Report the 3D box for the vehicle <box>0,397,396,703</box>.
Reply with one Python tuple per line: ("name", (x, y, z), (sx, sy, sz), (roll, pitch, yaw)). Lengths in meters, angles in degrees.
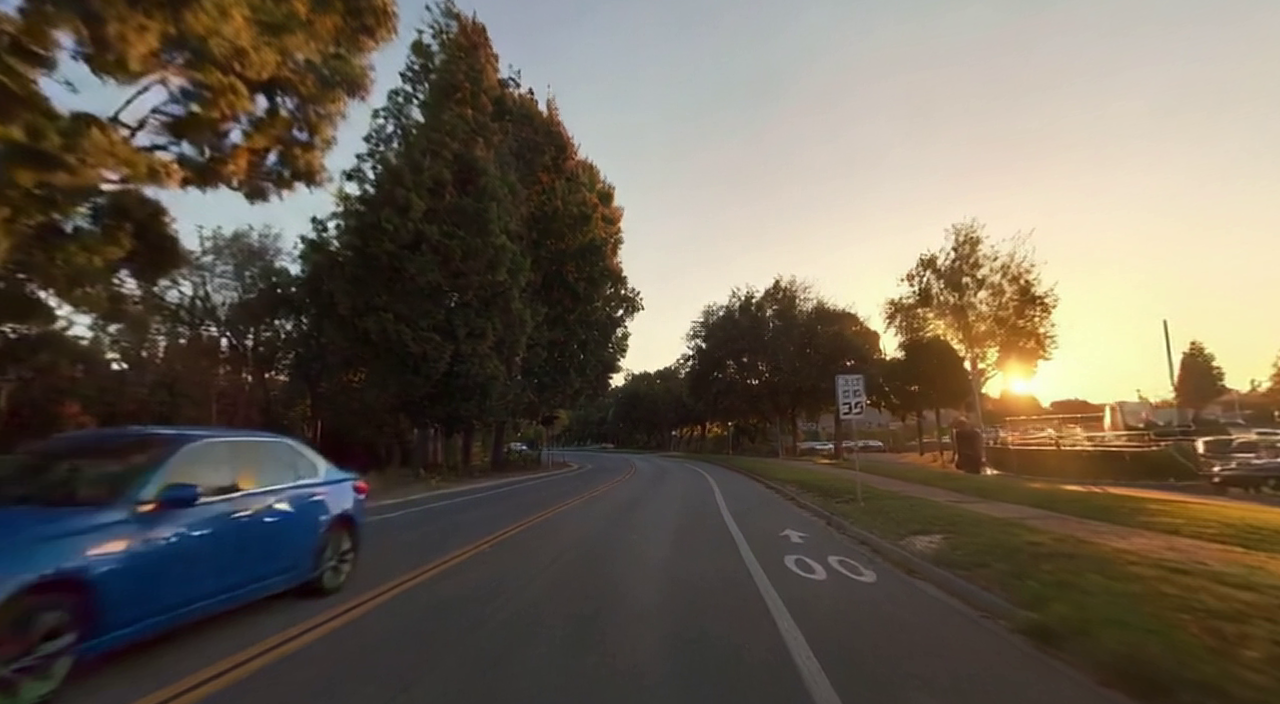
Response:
("vehicle", (-3.823, 1.236, 4.654), (2.190, 1.499, 4.209), (0, -8, 3))
